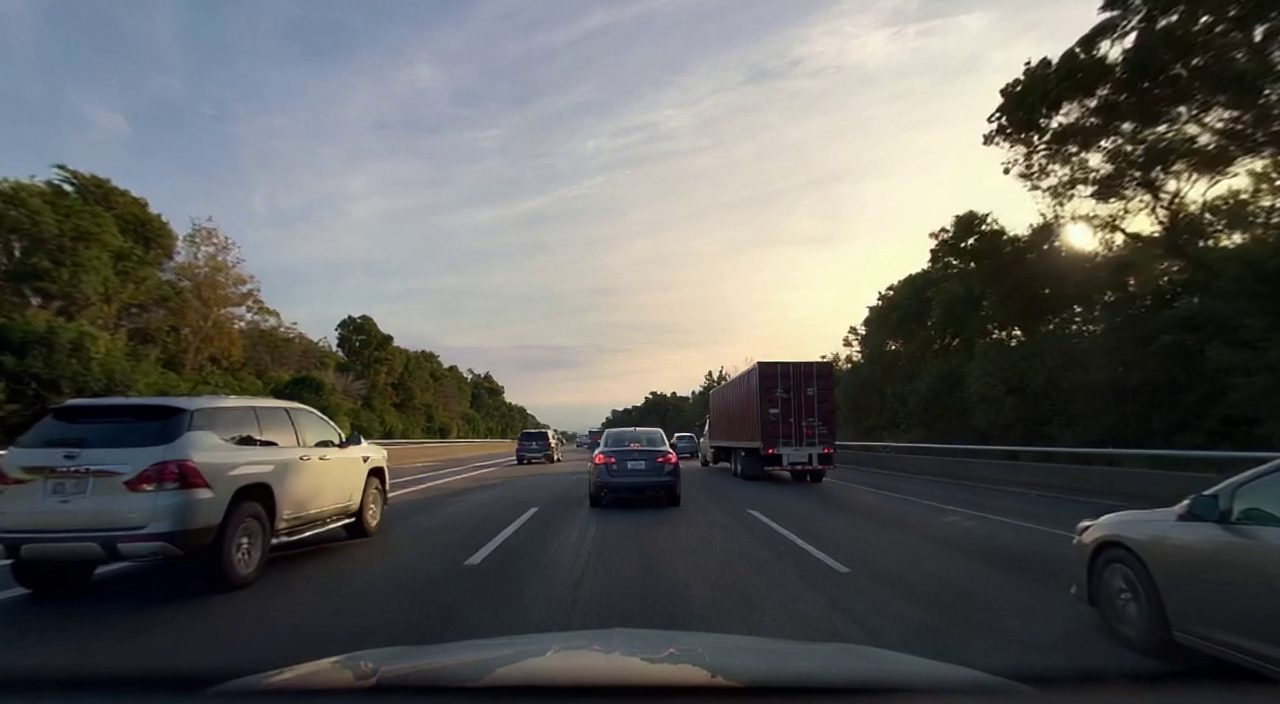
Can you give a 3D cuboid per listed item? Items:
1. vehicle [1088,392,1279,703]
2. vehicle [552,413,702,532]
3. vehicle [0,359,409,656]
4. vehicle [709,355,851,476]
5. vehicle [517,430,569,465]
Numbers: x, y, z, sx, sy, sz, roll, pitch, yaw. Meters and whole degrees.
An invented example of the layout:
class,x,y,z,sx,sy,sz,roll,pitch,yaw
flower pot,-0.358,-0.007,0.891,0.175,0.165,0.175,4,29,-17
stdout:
class,x,y,z,sx,sy,sz,roll,pitch,yaw
vehicle,3.529,0.773,1.531,1.951,1.477,3.963,0,-8,0
vehicle,-0.203,1.942,10.759,2.083,1.647,3.799,0,-8,-1
vehicle,-4.194,1.231,6.157,2.101,1.767,4.702,0,-8,0
vehicle,5.563,3.100,28.677,2.888,4.135,14.071,0,-8,-1
vehicle,-4.799,4.770,31.617,1.971,1.648,3.983,0,-8,0
